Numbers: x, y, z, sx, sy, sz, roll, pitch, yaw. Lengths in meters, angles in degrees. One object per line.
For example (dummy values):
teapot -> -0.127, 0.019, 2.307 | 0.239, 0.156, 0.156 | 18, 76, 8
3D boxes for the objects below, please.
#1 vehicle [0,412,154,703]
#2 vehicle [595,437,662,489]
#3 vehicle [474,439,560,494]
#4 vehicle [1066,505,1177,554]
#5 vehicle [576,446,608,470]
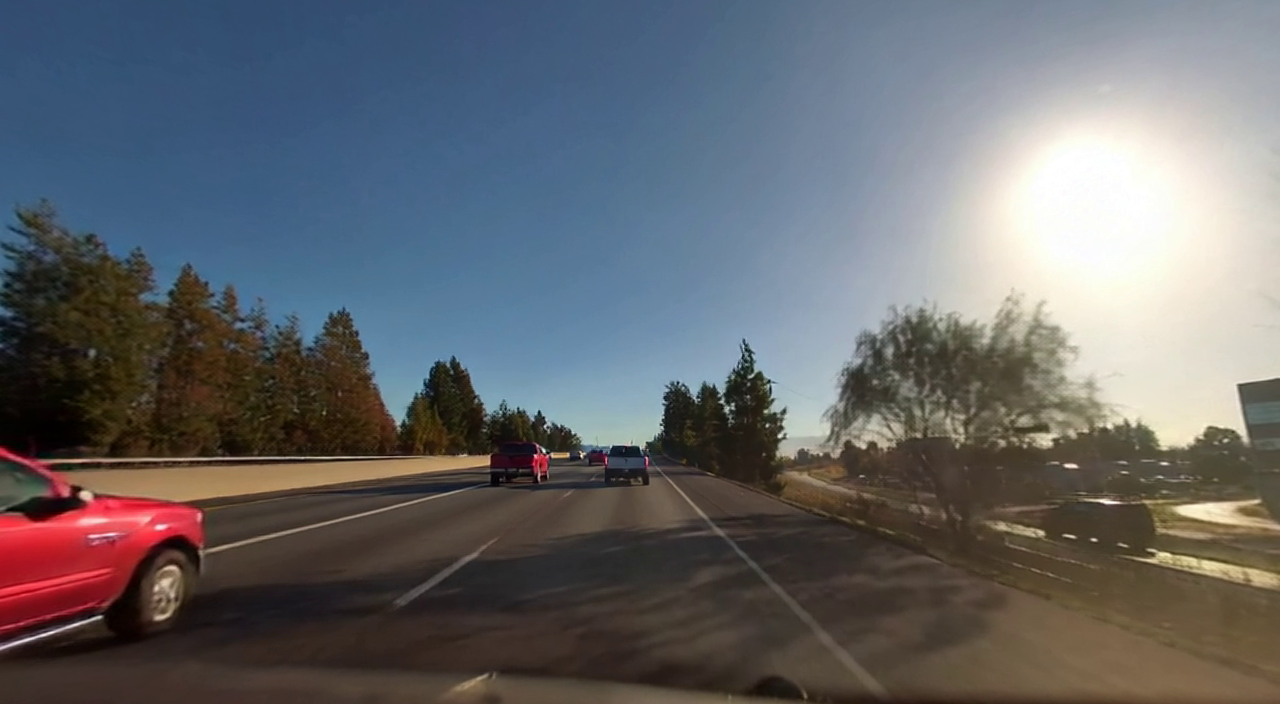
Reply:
vehicle -> -4.111, 0.845, 1.803 | 1.936, 1.470, 4.402 | 0, -8, 0
vehicle -> -0.342, 4.136, 23.911 | 2.293, 1.753, 4.380 | 0, -8, 1
vehicle -> -4.242, 4.038, 22.779 | 2.038, 1.704, 5.181 | 0, -8, 0
vehicle -> 22.471, 8.277, 29.744 | 1.956, 1.594, 4.425 | 0, -8, 5
vehicle -> -3.743, 8.308, 49.904 | 1.991, 1.776, 4.333 | 0, -8, 2
